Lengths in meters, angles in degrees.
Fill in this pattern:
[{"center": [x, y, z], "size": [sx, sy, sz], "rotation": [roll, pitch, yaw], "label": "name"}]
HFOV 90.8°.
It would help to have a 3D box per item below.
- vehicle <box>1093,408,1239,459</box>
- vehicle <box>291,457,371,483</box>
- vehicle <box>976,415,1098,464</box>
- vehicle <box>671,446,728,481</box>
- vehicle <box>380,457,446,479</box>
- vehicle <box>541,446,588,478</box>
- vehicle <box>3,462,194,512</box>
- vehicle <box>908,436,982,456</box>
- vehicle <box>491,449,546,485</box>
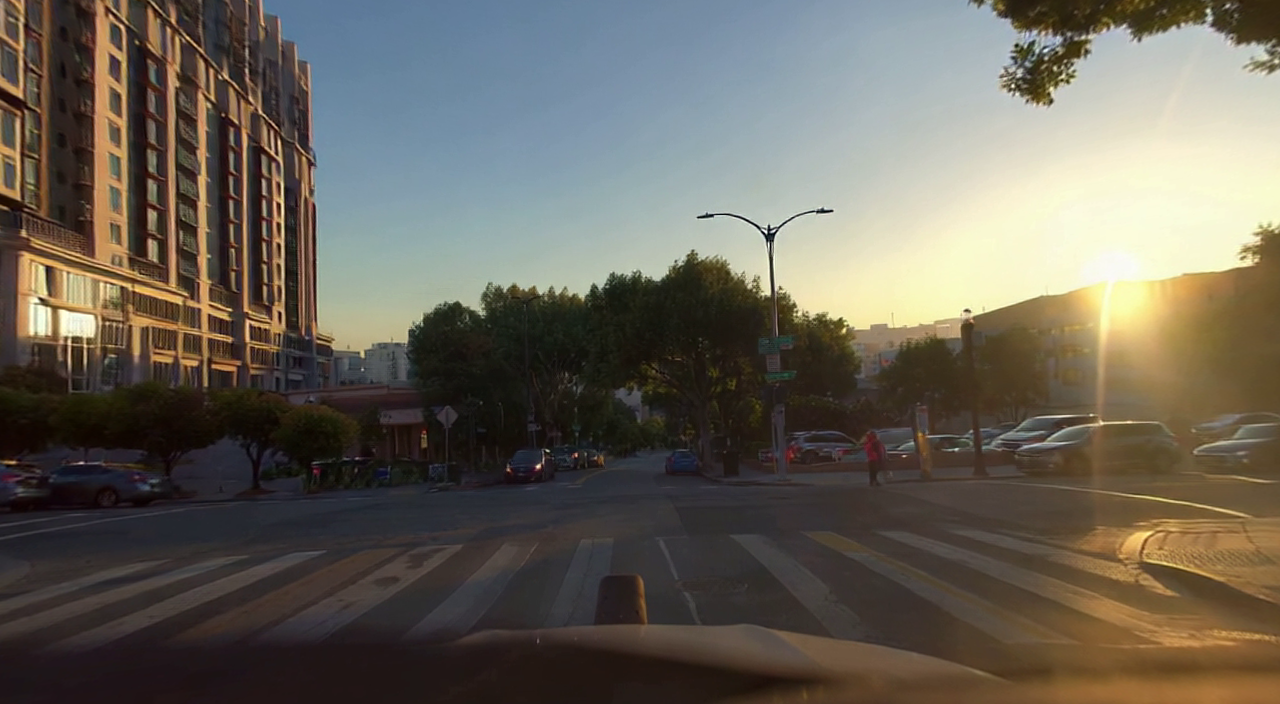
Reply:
[{"center": [22.304, 3.531, 27.141], "size": [2.137, 1.962, 4.988], "rotation": [-1, -8, 3], "label": "vehicle"}, {"center": [-23.180, 8.885, 47.497], "size": [4.844, 1.836, 2.117], "rotation": [-1, -8, 4], "label": "vehicle"}, {"center": [16.743, 3.789, 26.994], "size": [2.041, 1.921, 4.574], "rotation": [0, -9, -2], "label": "vehicle"}, {"center": [3.213, 5.853, 33.470], "size": [1.942, 1.603, 3.785], "rotation": [0, -8, 22], "label": "vehicle"}, {"center": [-16.950, 8.657, 47.373], "size": [4.203, 1.544, 1.889], "rotation": [0, -8, 1], "label": "vehicle"}, {"center": [-4.434, 6.539, 37.712], "size": [2.102, 1.768, 4.290], "rotation": [-1, -10, 2], "label": "vehicle"}, {"center": [-17.316, 4.314, 20.369], "size": [4.439, 1.448, 1.793], "rotation": [0, -9, 0], "label": "vehicle"}, {"center": [23.013, 7.085, 47.769], "size": [4.528, 1.475, 2.070], "rotation": [0, -8, 3], "label": "vehicle"}, {"center": [-7.617, 7.246, 40.248], "size": [2.193, 1.814, 5.061], "rotation": [-9, -8, 0], "label": "vehicle"}]
